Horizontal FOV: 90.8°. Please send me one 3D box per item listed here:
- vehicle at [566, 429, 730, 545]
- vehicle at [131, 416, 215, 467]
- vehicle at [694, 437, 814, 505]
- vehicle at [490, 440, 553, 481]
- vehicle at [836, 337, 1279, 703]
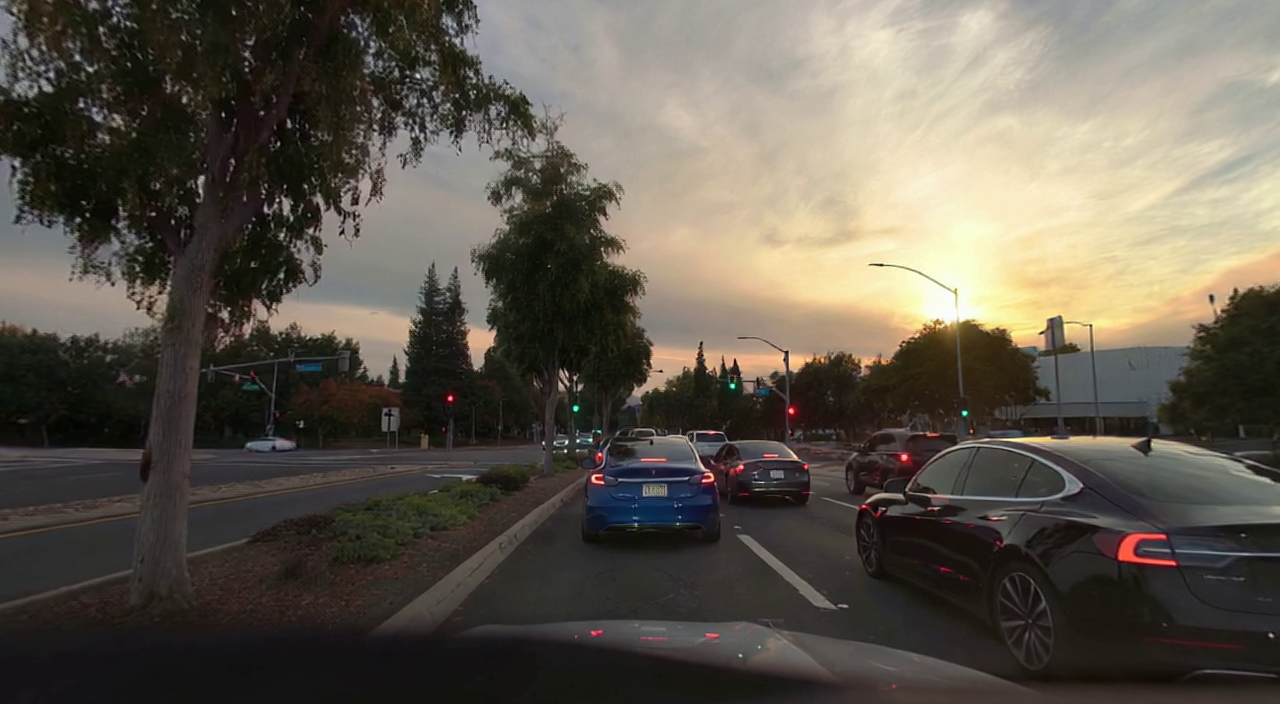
[{"bbox_3d":[0.023,2.079,10.439,2.147,1.499,4.240,0,-8,-2],"label":"vehicle"},{"bbox_3d":[-29.267,5.613,39.699,2.608,2.990,3.026,2,-8,3],"label":"vehicle"},{"bbox_3d":[2.696,2.930,16.028,2.058,1.466,4.208,0,-8,-3],"label":"vehicle"},{"bbox_3d":[-4.635,4.285,25.250,1.972,1.457,4.171,0,-8,-4],"label":"vehicle"},{"bbox_3d":[3.185,1.104,4.304,2.167,1.676,4.443,0,-8,-1],"label":"vehicle"}]
